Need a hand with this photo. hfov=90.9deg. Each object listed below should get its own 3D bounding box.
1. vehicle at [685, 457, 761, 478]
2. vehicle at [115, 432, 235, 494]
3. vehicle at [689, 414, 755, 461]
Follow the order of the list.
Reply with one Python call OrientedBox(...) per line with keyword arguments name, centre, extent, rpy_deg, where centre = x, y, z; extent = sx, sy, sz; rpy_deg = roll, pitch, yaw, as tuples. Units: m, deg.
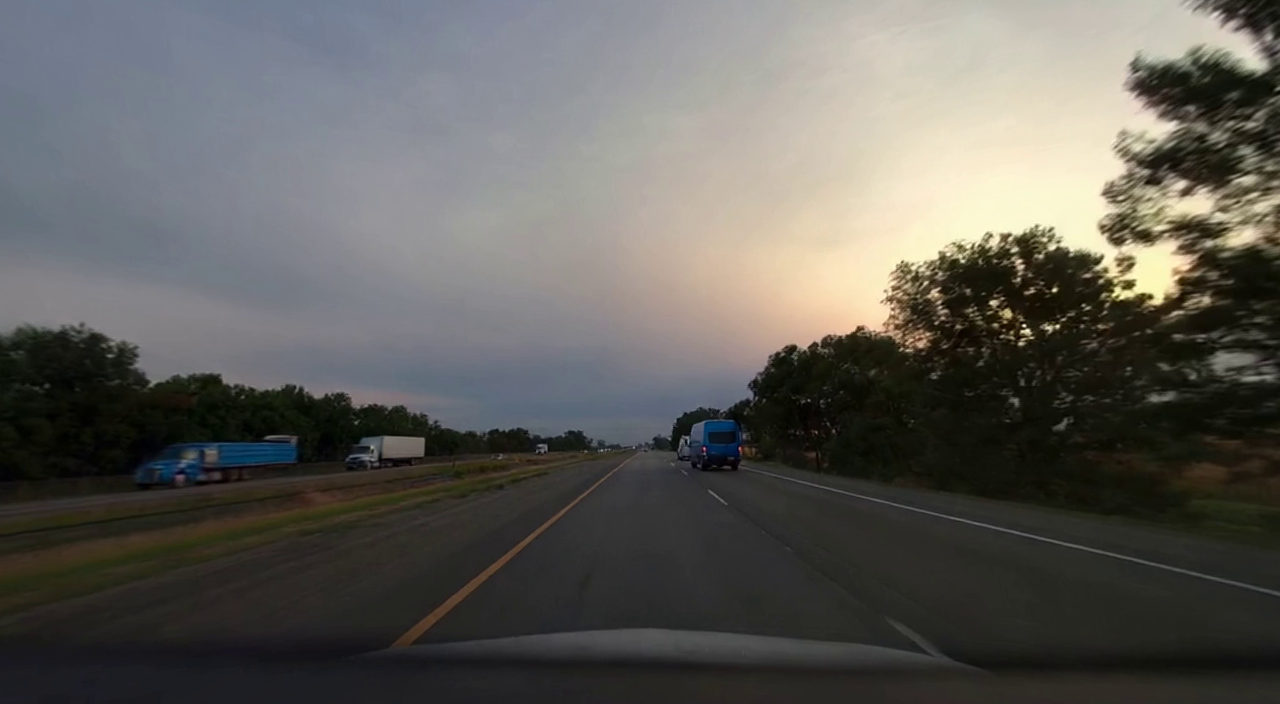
OrientedBox(name="vehicle", centre=(3.910, 5.645, 31.116), extent=(2.702, 0.824, 6.391), rpy_deg=(0, -8, -2))
OrientedBox(name="vehicle", centre=(-32.766, 7.789, 44.884), extent=(3.025, 3.975, 6.964), rpy_deg=(0, -8, 0))
OrientedBox(name="vehicle", centre=(3.879, 4.300, 31.057), extent=(2.444, 2.053, 5.616), rpy_deg=(-1, -9, 0))
